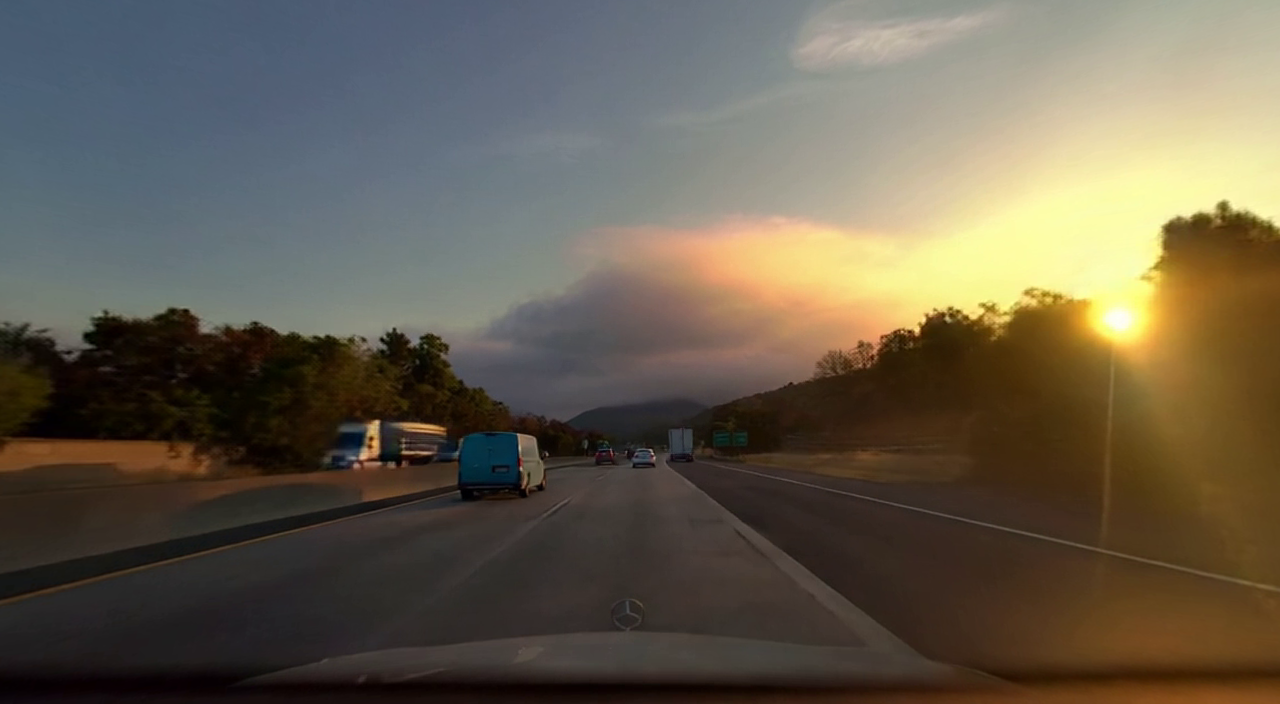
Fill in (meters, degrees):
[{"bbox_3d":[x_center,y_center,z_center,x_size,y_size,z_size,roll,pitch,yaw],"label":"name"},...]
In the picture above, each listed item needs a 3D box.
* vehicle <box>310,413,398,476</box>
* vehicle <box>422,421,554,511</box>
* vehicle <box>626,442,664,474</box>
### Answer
[{"bbox_3d":[-19.429,6.356,43.270,2.987,3.970,5.945,-1,-9,2],"label":"vehicle"},{"bbox_3d":[-3.763,2.943,16.708,2.167,1.991,5.062,0,-9,1],"label":"vehicle"},{"bbox_3d":[0.308,6.410,38.265,2.209,1.825,4.036,0,-9,1],"label":"vehicle"}]
